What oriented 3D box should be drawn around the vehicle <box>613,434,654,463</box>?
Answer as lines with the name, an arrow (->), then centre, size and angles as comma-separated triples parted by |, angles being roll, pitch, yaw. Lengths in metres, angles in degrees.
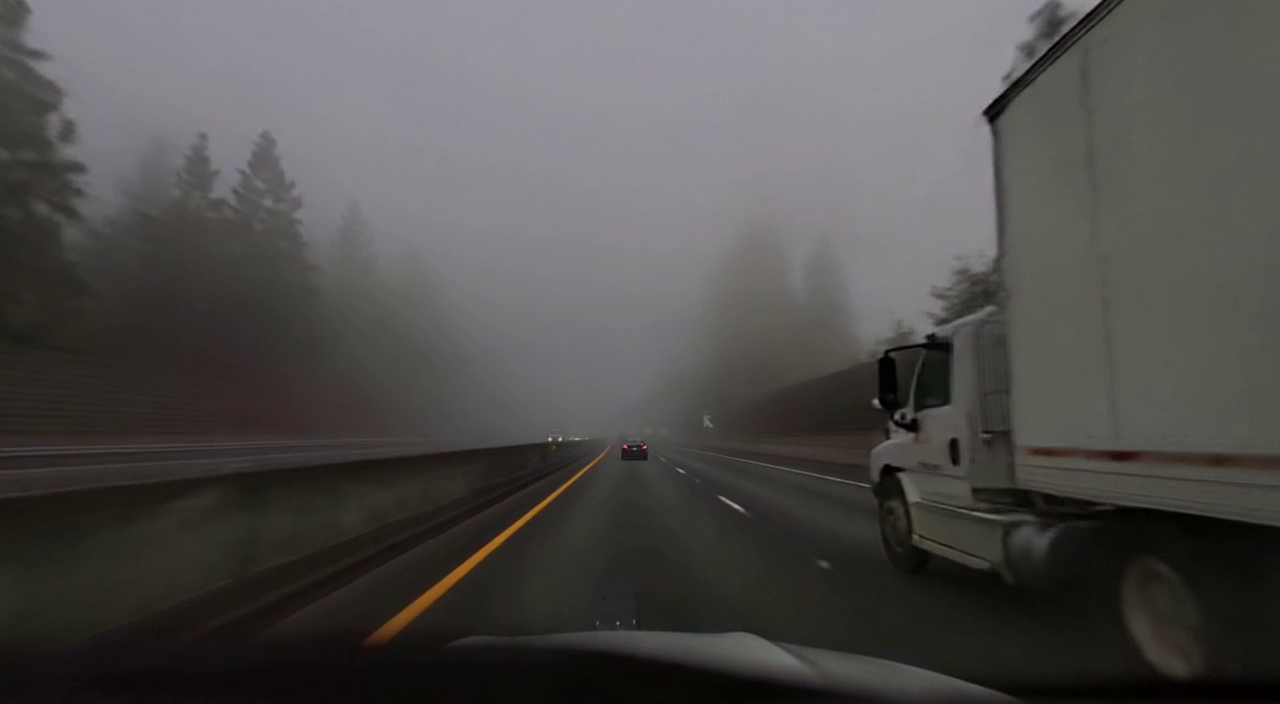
vehicle -> -0.359, 5.274, 34.718 | 2.119, 1.480, 4.000 | -1, -8, -1

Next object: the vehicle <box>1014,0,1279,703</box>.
vehicle -> 4.281, -0.184, 2.801 | 3.009, 4.109, 3.167 | -1, -8, 0
